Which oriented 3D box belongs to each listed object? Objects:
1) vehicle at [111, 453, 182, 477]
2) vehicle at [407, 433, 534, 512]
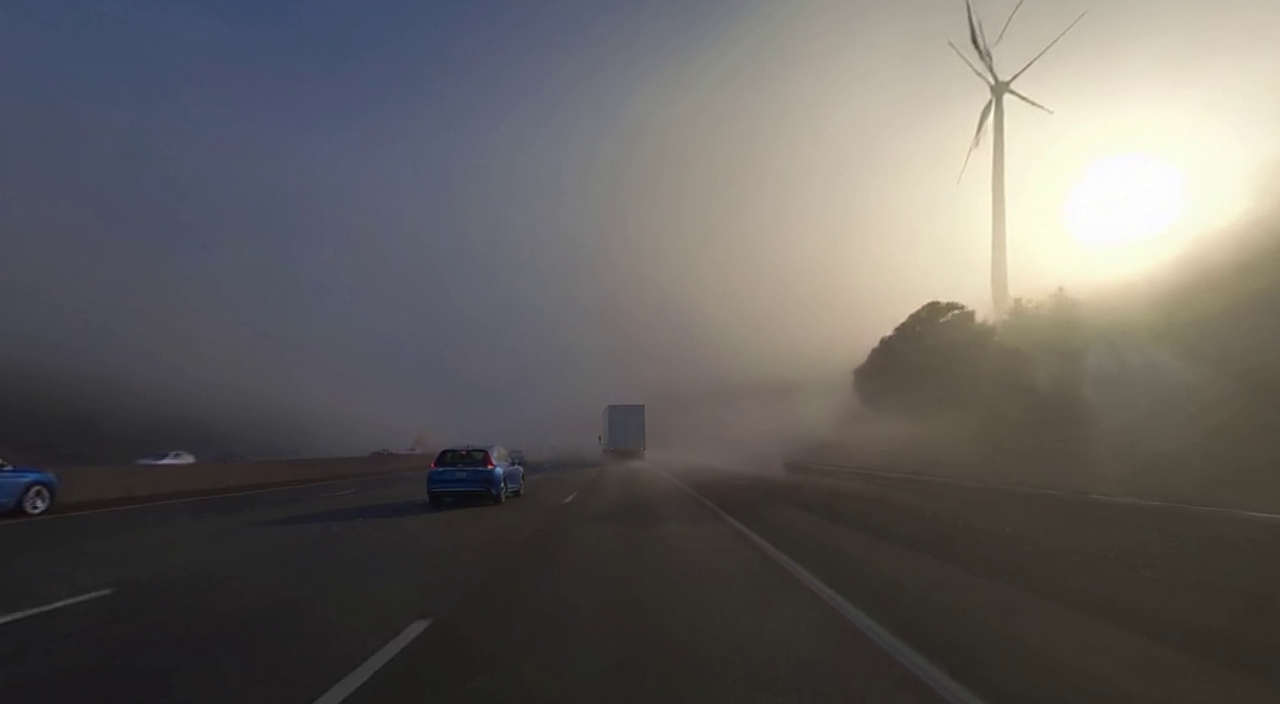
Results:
[{"bbox_3d":[-33.460,7.663,42.704,1.772,1.429,3.913,0,-8,-3],"label":"vehicle"},{"bbox_3d":[-3.986,2.882,15.502,2.109,1.684,3.783,0,-8,0],"label":"vehicle"}]
